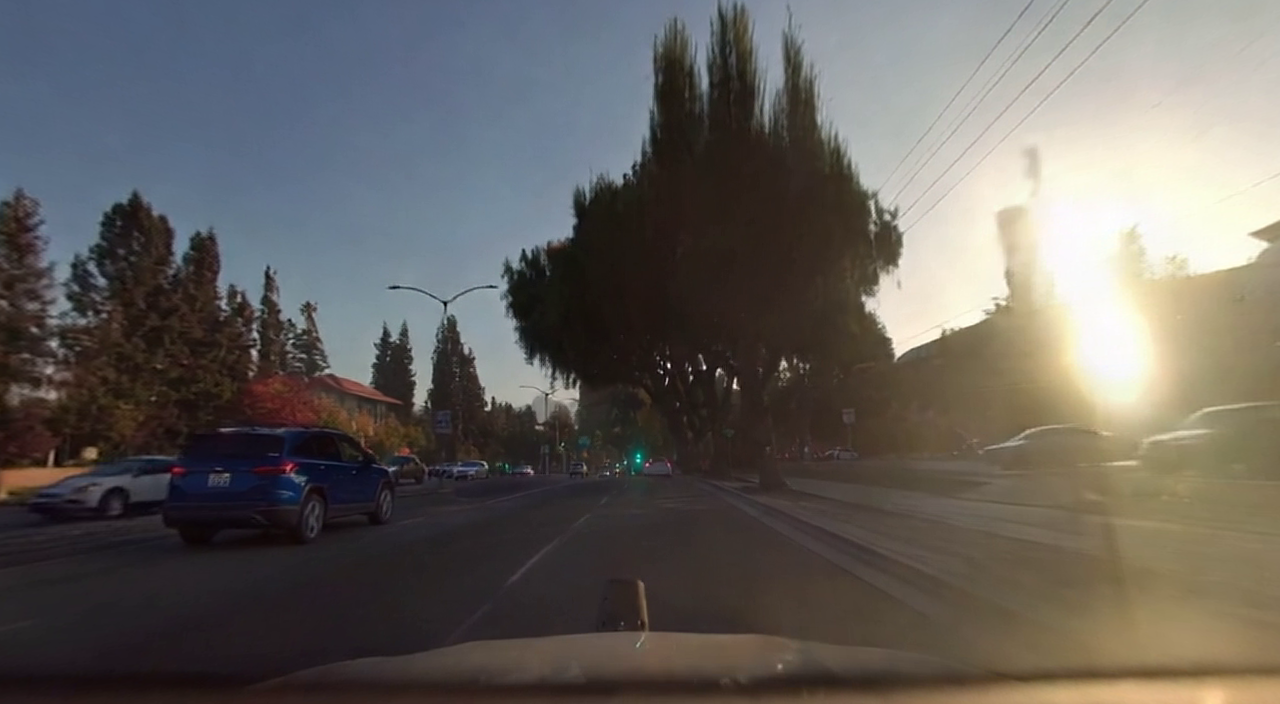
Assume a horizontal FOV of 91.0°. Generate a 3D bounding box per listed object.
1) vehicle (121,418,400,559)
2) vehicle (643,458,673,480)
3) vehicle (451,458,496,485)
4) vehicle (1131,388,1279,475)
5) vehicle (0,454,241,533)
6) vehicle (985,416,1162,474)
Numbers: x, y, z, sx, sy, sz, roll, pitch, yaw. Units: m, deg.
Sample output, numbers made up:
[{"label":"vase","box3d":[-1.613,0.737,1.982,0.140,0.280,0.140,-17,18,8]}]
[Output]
[{"label":"vehicle","box3d":[-6.047,2.196,10.841,2.027,1.908,4.273,0,-9,1]},{"label":"vehicle","box3d":[1.278,8.514,45.997,2.091,1.494,3.962,0,-9,1]},{"label":"vehicle","box3d":[-11.595,8.321,44.195,2.064,1.515,5.056,1,-7,-4]},{"label":"vehicle","box3d":[13.467,1.656,13.031,1.950,1.697,4.906,2,-9,-15]},{"label":"vehicle","box3d":[-12.127,3.224,15.052,2.077,1.505,4.714,0,-9,0]},{"label":"vehicle","box3d":[12.839,2.817,19.114,1.884,1.522,4.642,0,-9,-3]}]
